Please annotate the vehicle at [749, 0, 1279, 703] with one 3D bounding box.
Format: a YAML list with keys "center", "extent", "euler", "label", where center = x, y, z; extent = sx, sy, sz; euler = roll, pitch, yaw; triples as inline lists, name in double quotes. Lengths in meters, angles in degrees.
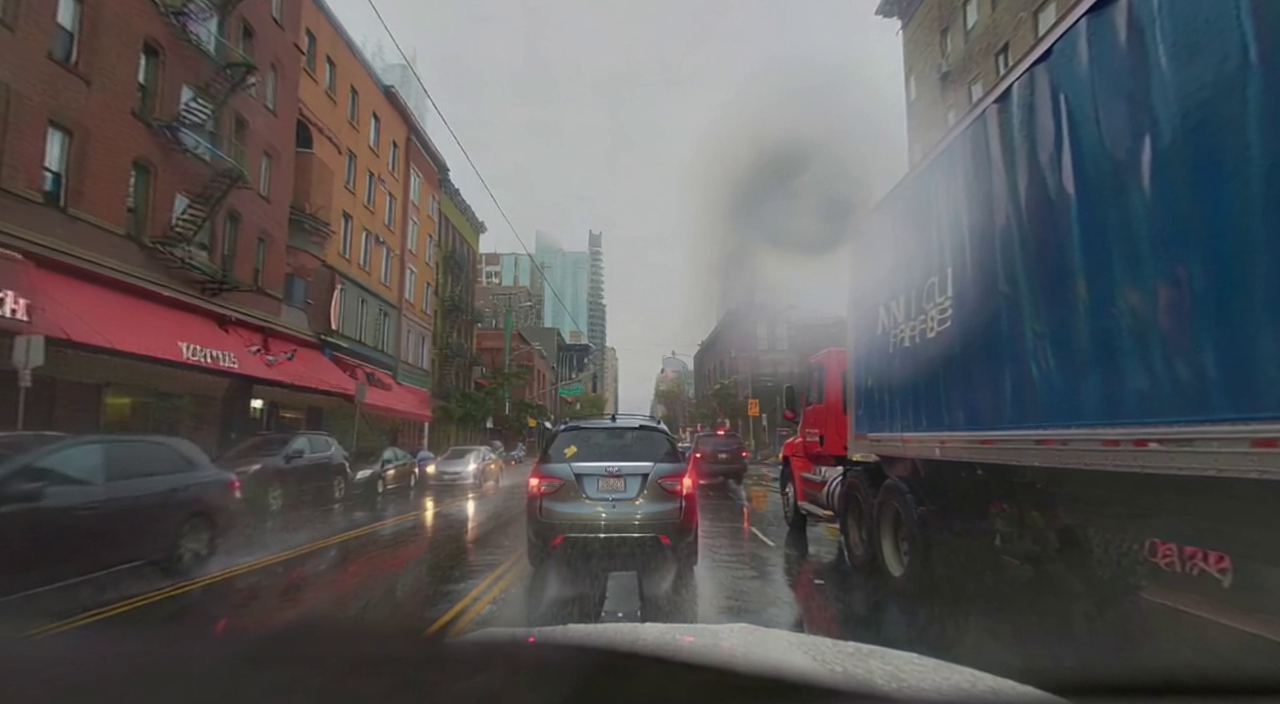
- center: [2.910, 0.023, 3.208]
  extent: [2.913, 3.771, 9.716]
  euler: [0, -8, 0]
  label: "vehicle"

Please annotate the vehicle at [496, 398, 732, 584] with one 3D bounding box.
- center: [-0.247, 1.684, 8.468]
  extent: [2.283, 1.783, 4.548]
  euler: [0, -8, 0]
  label: "vehicle"

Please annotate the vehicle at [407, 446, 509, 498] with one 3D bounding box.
- center: [-5.717, 3.798, 20.476]
  extent: [1.997, 1.467, 4.373]
  euler: [-1, -8, 0]
  label: "vehicle"

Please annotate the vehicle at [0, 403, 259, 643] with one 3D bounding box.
- center: [-5.700, 1.426, 5.656]
  extent: [1.960, 1.736, 4.255]
  euler: [-1, -8, -1]
  label: "vehicle"
